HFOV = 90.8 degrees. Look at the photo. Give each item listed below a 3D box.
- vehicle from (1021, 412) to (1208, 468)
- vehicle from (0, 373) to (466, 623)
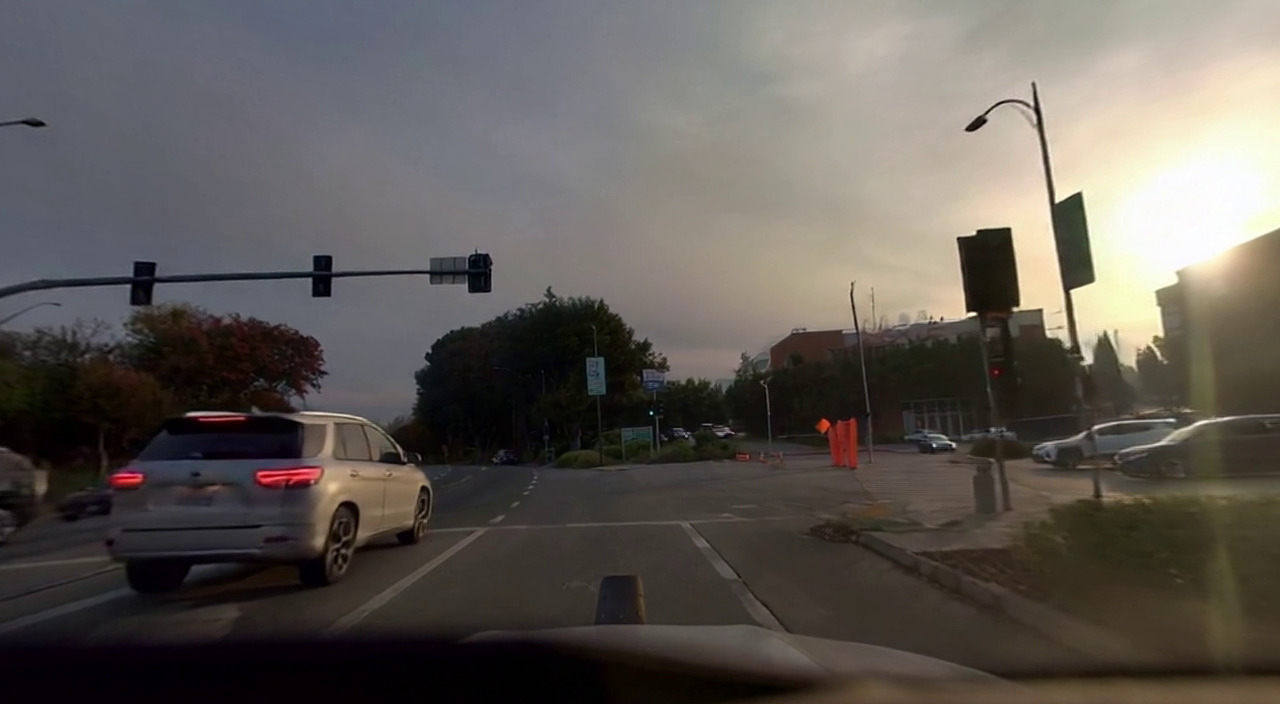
[{"bbox_3d":[16.745,3.192,22.692,4.857,1.803,2.147,-4,-10,23],"label":"vehicle"},{"bbox_3d":[-3.734,1.429,7.164,2.134,1.799,5.082,0,-9,-1],"label":"vehicle"}]
